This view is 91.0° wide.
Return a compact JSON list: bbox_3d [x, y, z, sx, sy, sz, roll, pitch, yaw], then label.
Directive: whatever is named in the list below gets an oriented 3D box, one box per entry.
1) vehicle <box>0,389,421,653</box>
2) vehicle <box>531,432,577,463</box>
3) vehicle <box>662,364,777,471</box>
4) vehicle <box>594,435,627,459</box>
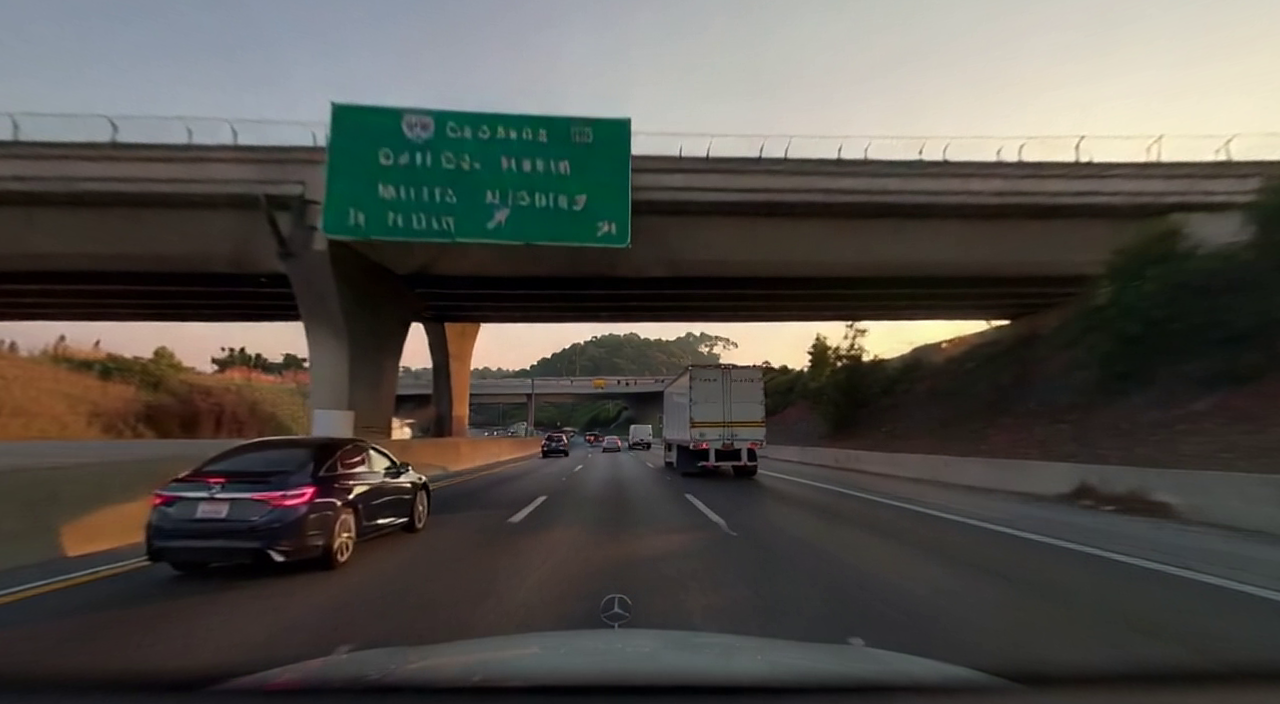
[{"bbox_3d":[-4.042,1.382,6.245,2.213,1.650,4.403,0,-8,-1],"label":"vehicle"},{"bbox_3d":[-5.226,5.861,38.834,2.377,1.747,4.703,0,-8,-3],"label":"vehicle"},{"bbox_3d":[3.249,3.450,30.796,3.301,4.034,13.722,0,-8,-2],"label":"vehicle"},{"bbox_3d":[-2.012,6.401,42.473,2.125,1.542,3.816,0,-8,-4],"label":"vehicle"}]
